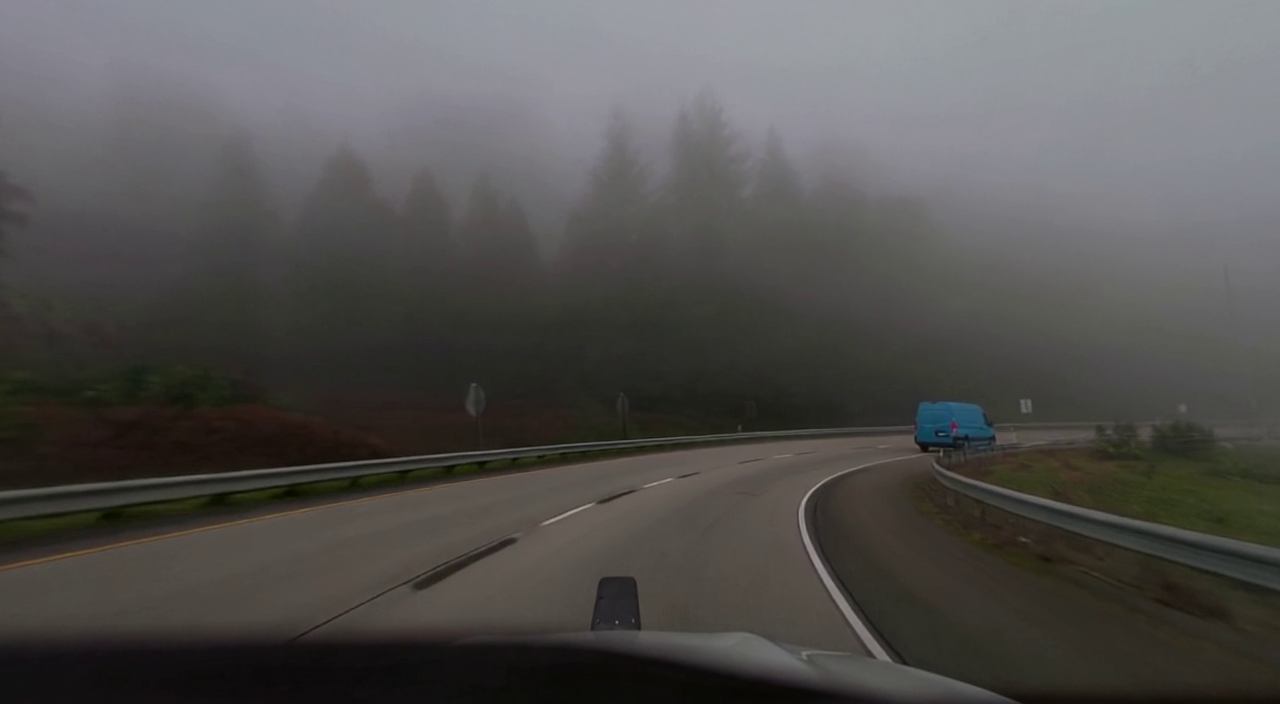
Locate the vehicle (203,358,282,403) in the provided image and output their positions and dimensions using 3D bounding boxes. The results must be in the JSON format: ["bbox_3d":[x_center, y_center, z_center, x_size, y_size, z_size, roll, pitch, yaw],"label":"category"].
[{"bbox_3d":[-29.507,2.201,47.042,2.613,2.825,6.081,0,-8,-9],"label":"vehicle"}]

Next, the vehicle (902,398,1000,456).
[{"bbox_3d":[15.389,3.718,31.036,5.330,2.577,2.352,7,-10,-41],"label":"vehicle"}]

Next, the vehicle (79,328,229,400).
[{"bbox_3d":[-29.198,0.961,38.563,2.864,3.410,8.882,0,-8,-6],"label":"vehicle"}]
